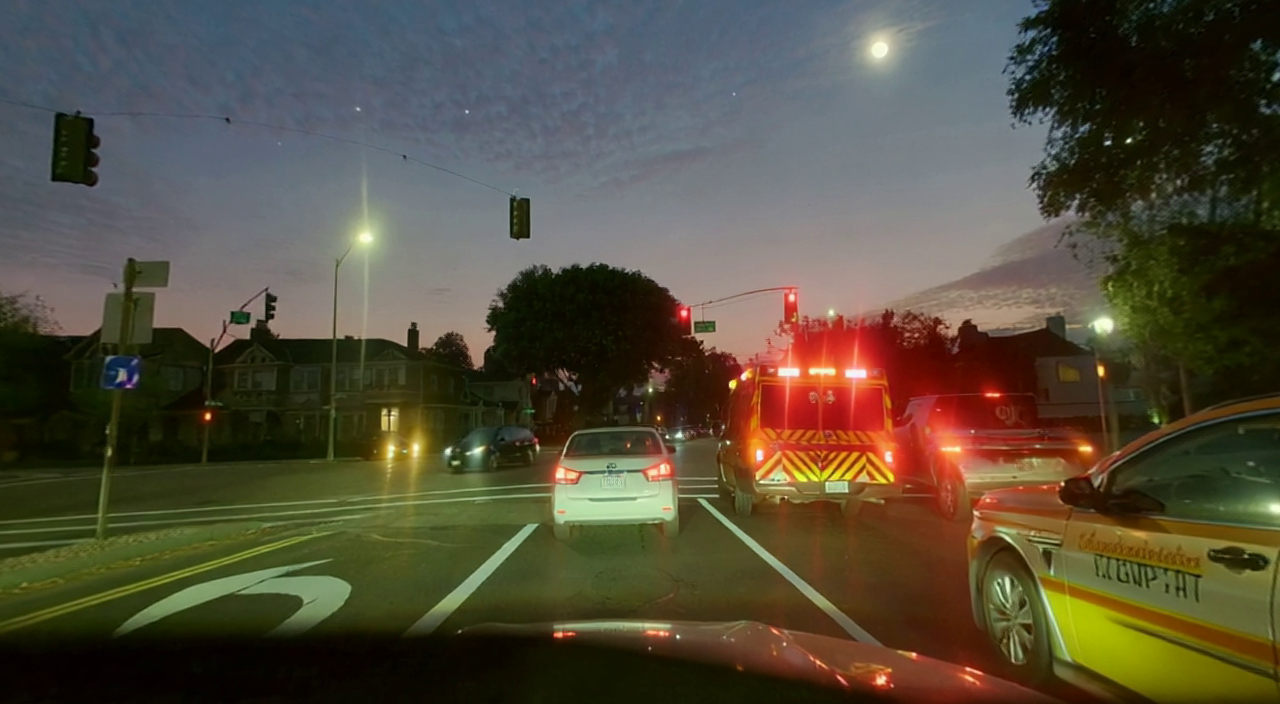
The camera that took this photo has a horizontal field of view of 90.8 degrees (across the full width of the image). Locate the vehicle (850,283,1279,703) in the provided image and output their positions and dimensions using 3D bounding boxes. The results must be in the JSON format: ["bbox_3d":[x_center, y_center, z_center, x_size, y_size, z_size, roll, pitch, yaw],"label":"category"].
[{"bbox_3d":[2.844,0.896,2.865,2.194,1.820,4.652,0,-8,0],"label":"vehicle"}]

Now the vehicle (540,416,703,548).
[{"bbox_3d":[-0.274,1.973,10.189,2.114,1.707,3.725,0,-8,-1],"label":"vehicle"}]

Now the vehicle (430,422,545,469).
[{"bbox_3d":[-6.959,4.392,29.700,2.349,1.988,5.813,-4,-9,21],"label":"vehicle"}]

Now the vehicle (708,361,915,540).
[{"bbox_3d":[2.882,1.879,12.376,2.406,2.687,5.521,0,-8,-1],"label":"vehicle"}]

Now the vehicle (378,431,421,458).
[{"bbox_3d":[-17.754,6.872,46.868,2.246,1.880,4.454,1,-8,-12],"label":"vehicle"}]
